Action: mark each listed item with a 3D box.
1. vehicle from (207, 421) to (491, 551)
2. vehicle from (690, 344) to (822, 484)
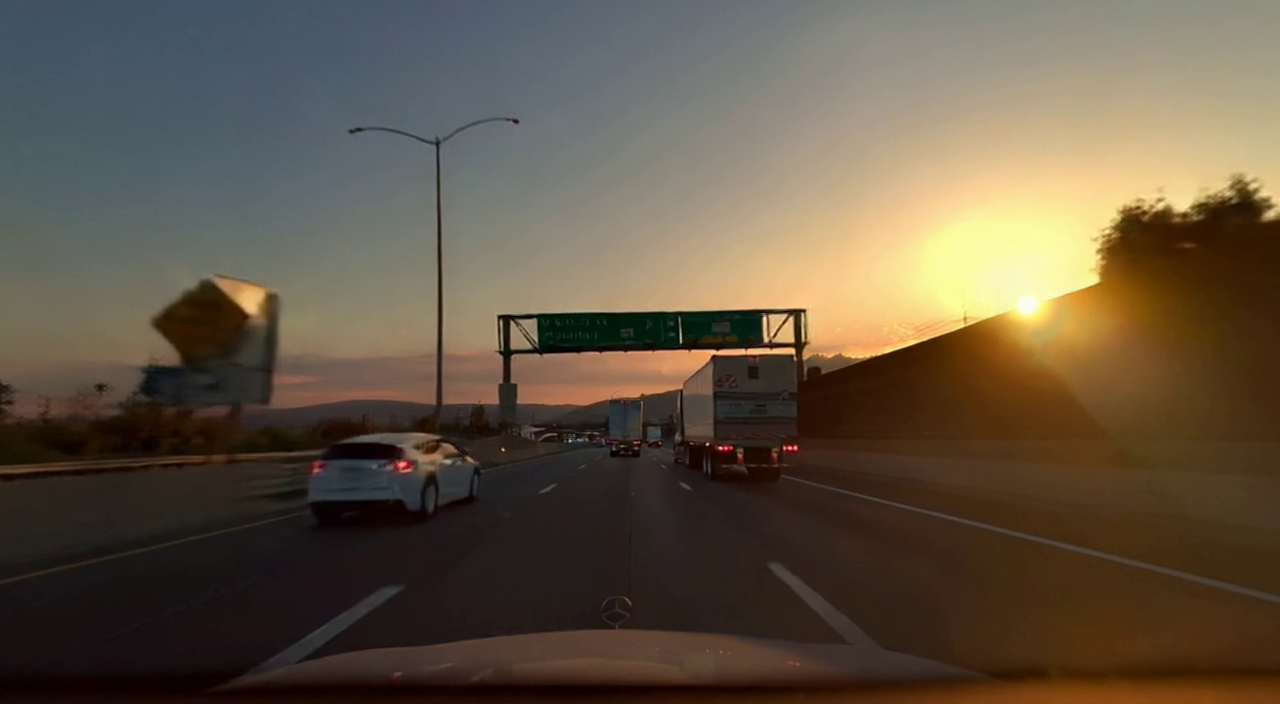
[{"bbox_3d":[-4.127,1.969,10.231,2.208,1.542,5.138,0,-8,-1],"label":"vehicle"},{"bbox_3d":[3.648,2.321,22.227,2.873,3.998,8.286,0,-8,-1],"label":"vehicle"}]
